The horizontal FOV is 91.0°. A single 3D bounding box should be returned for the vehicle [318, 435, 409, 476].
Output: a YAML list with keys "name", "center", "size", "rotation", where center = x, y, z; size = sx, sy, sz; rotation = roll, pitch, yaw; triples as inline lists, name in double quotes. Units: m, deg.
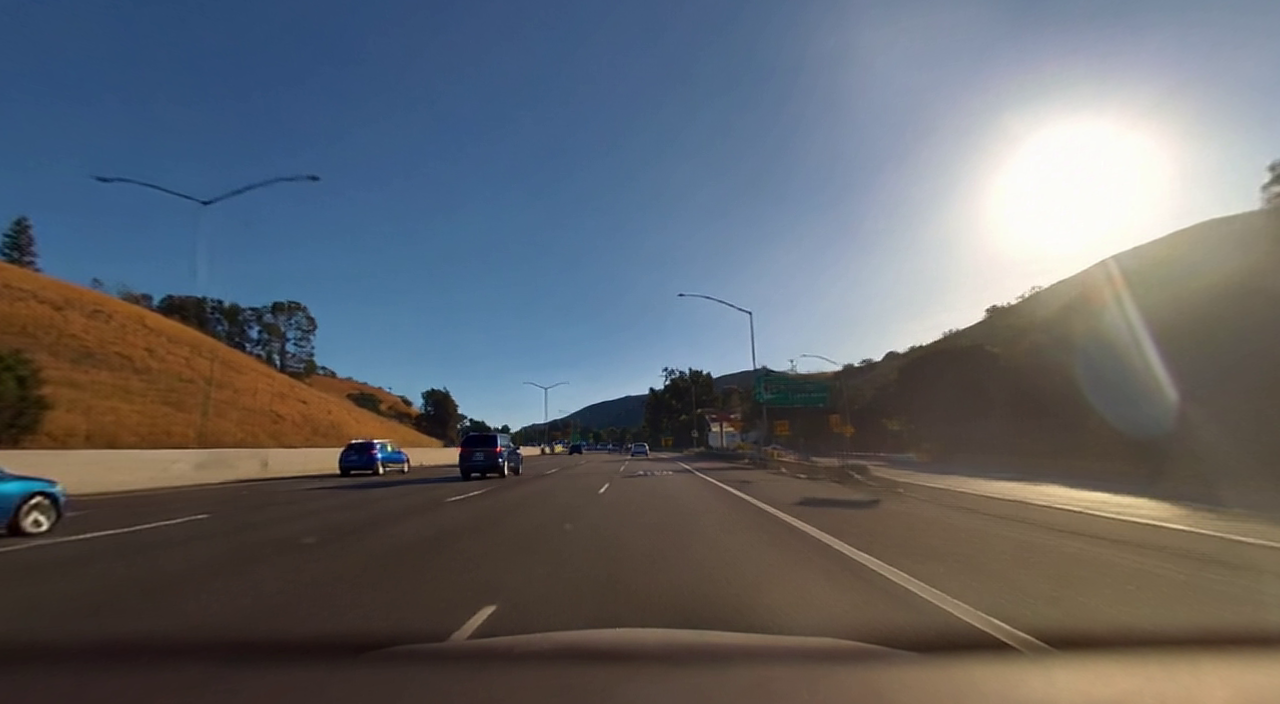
- name: "vehicle"
  center: [-13.255, 4.998, 30.573]
  size: [2.079, 1.822, 4.893]
  rotation: [0, -9, 1]

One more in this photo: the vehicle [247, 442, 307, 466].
- name: "vehicle"
  center: [-24.510, 6.900, 42.688]
  size: [1.710, 1.505, 3.795]
  rotation: [0, -9, 2]

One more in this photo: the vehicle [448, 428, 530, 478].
- name: "vehicle"
  center: [-6.391, 4.369, 27.254]
  size: [2.219, 1.947, 4.924]
  rotation: [0, -9, 1]
